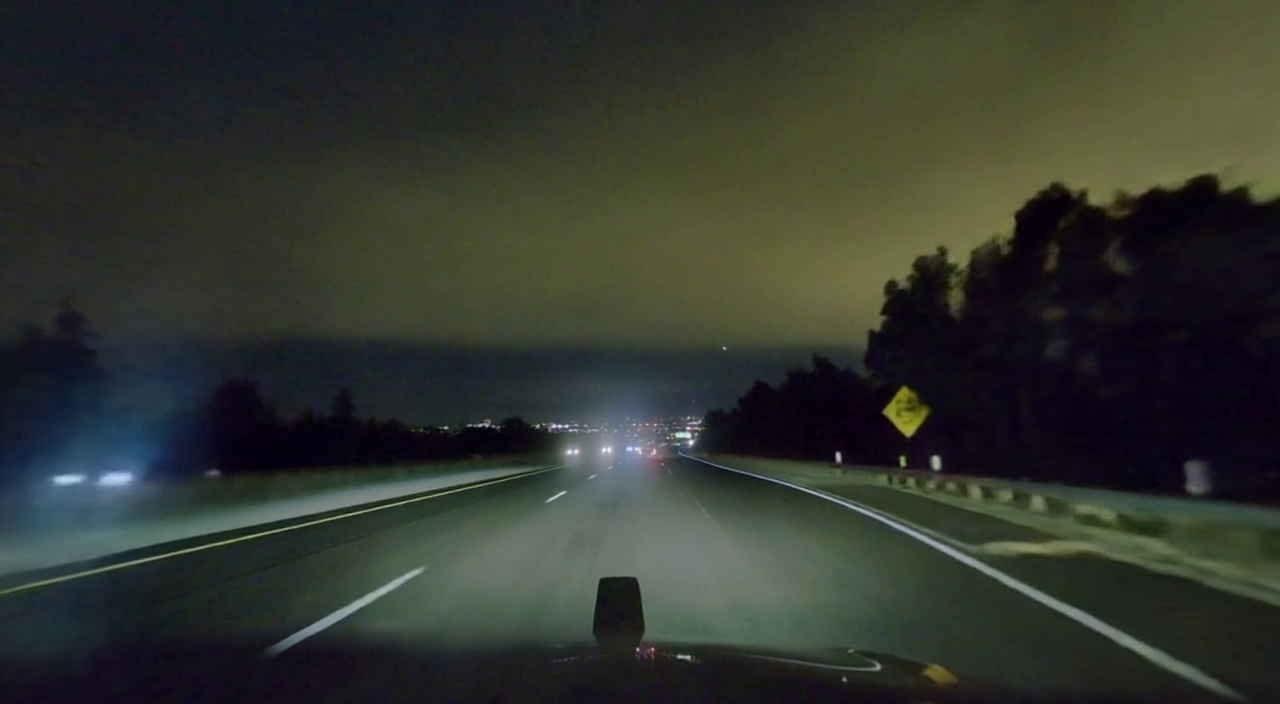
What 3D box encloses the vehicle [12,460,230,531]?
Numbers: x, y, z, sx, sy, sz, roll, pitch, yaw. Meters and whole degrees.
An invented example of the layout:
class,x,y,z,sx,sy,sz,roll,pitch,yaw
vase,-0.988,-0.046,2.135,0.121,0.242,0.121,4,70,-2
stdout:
class,x,y,z,sx,sy,sz,roll,pitch,yaw
vehicle,-13.310,3.667,16.649,1.994,1.515,4.361,0,-9,1
